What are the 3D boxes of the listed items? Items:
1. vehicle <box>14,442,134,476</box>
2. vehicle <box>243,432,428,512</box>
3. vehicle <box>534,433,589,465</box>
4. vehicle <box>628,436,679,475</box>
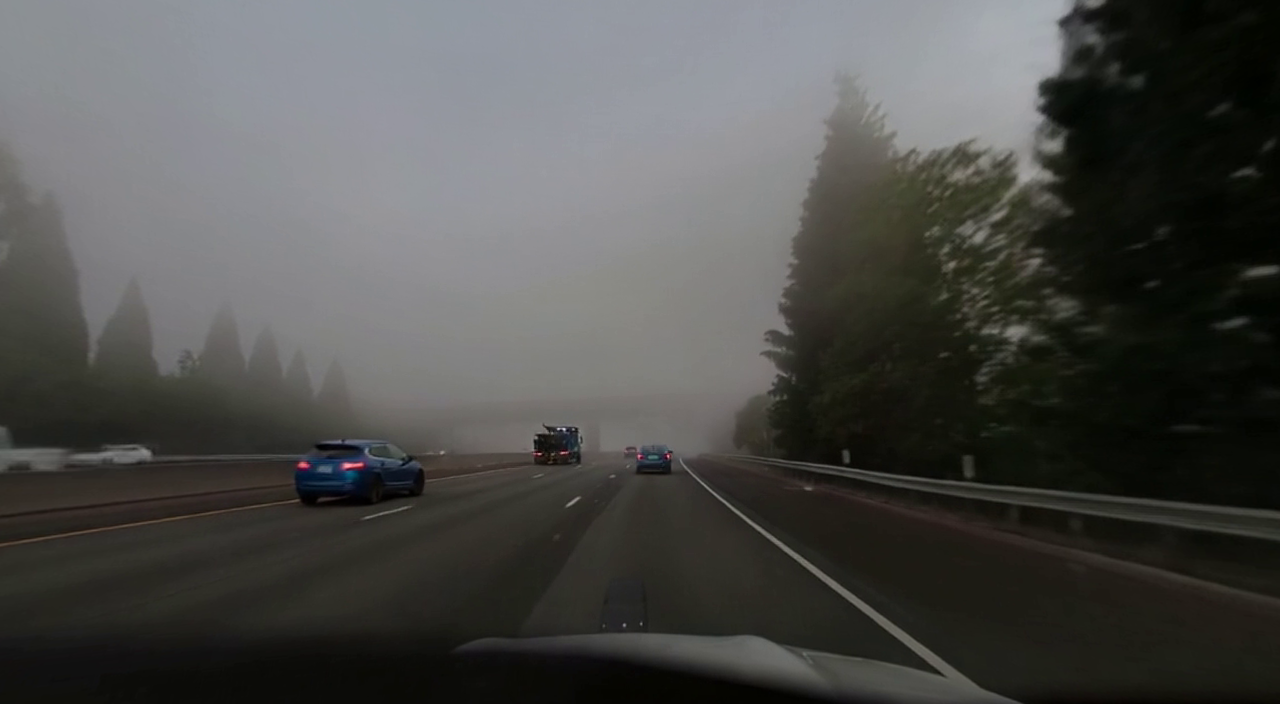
[{"bbox_3d":[-31.537,5.960,35.369,2.012,1.767,4.957,-1,-8,2],"label":"vehicle"},{"bbox_3d":[-7.062,2.820,15.328,2.115,1.644,4.513,-1,-8,2],"label":"vehicle"},{"bbox_3d":[-5.756,7.282,47.467,2.827,2.236,7.057,-1,-8,3],"label":"vehicle"},{"bbox_3d":[0.685,5.029,30.832,2.336,1.722,4.212,0,-8,2],"label":"vehicle"}]
